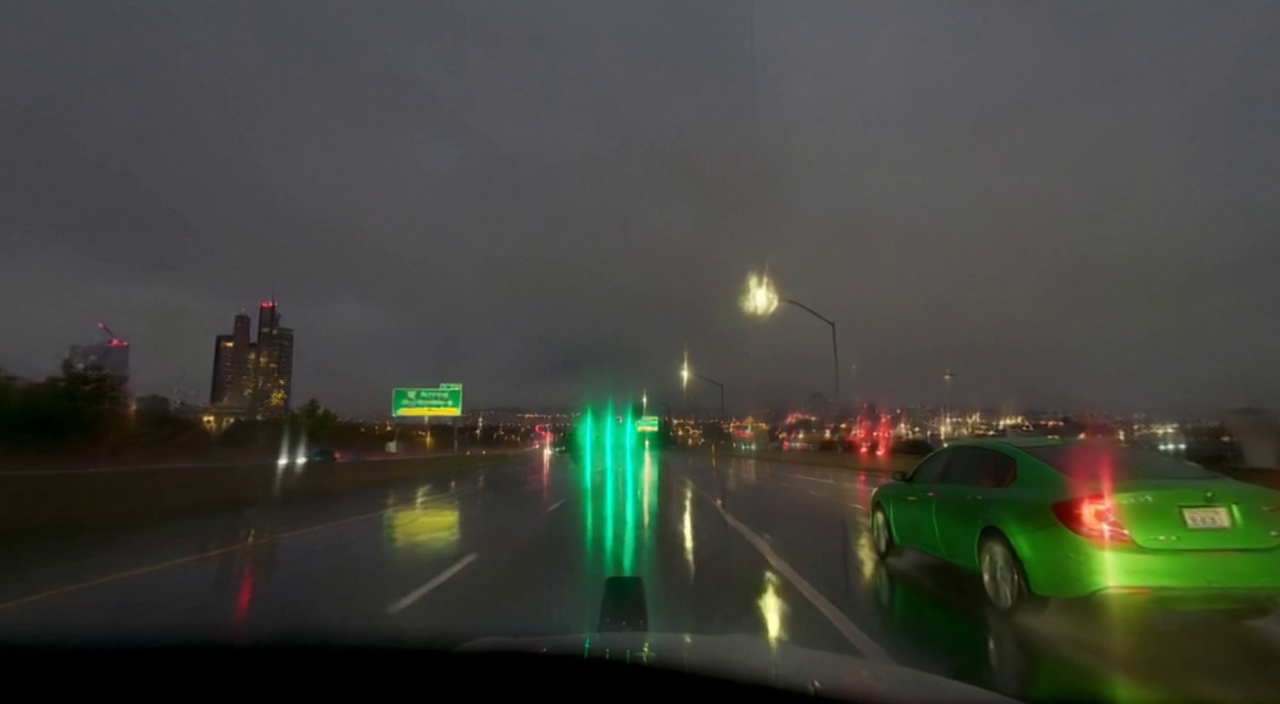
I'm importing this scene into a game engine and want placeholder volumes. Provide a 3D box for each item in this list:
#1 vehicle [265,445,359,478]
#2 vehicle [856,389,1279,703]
[{"bbox_3d":[-24.050,8.022,46.739,2.931,2.148,7.601,0,-9,-1],"label":"vehicle"},{"bbox_3d":[3.677,1.297,5.172,2.104,1.575,4.698,0,-9,-1],"label":"vehicle"}]
